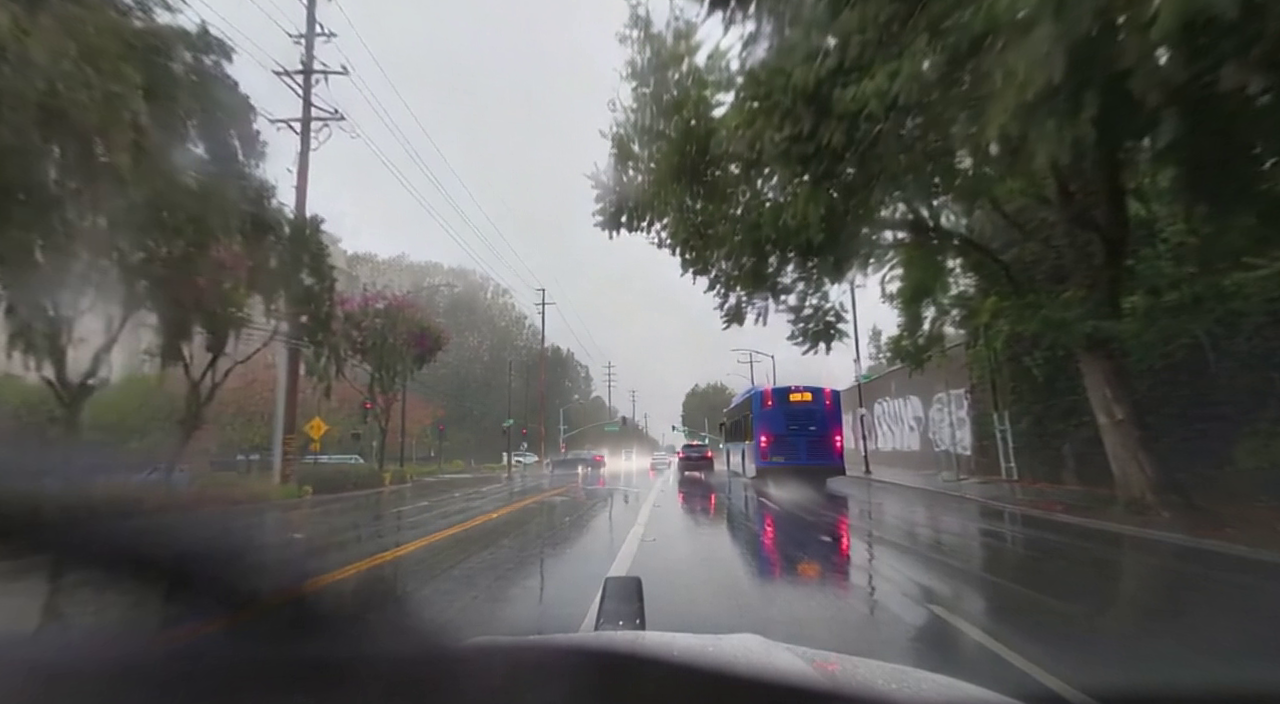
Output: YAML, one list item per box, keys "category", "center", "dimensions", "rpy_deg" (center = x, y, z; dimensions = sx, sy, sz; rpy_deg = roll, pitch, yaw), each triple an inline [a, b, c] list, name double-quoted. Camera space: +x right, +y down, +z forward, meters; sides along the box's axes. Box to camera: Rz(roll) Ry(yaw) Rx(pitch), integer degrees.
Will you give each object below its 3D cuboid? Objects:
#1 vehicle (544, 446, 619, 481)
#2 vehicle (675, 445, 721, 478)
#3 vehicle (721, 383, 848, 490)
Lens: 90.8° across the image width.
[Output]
- category: "vehicle"
  center: [-2.954, 5.412, 31.008]
  dimensions: [2.018, 1.544, 4.420]
  rpy_deg: [4, -10, -29]
- category: "vehicle"
  center: [2.739, 5.246, 30.629]
  dimensions: [1.961, 1.470, 4.196]
  rpy_deg: [-1, -8, 2]
- category: "vehicle"
  center: [5.470, 3.663, 26.774]
  dimensions: [3.045, 3.447, 12.604]
  rpy_deg: [-1, -9, 3]
